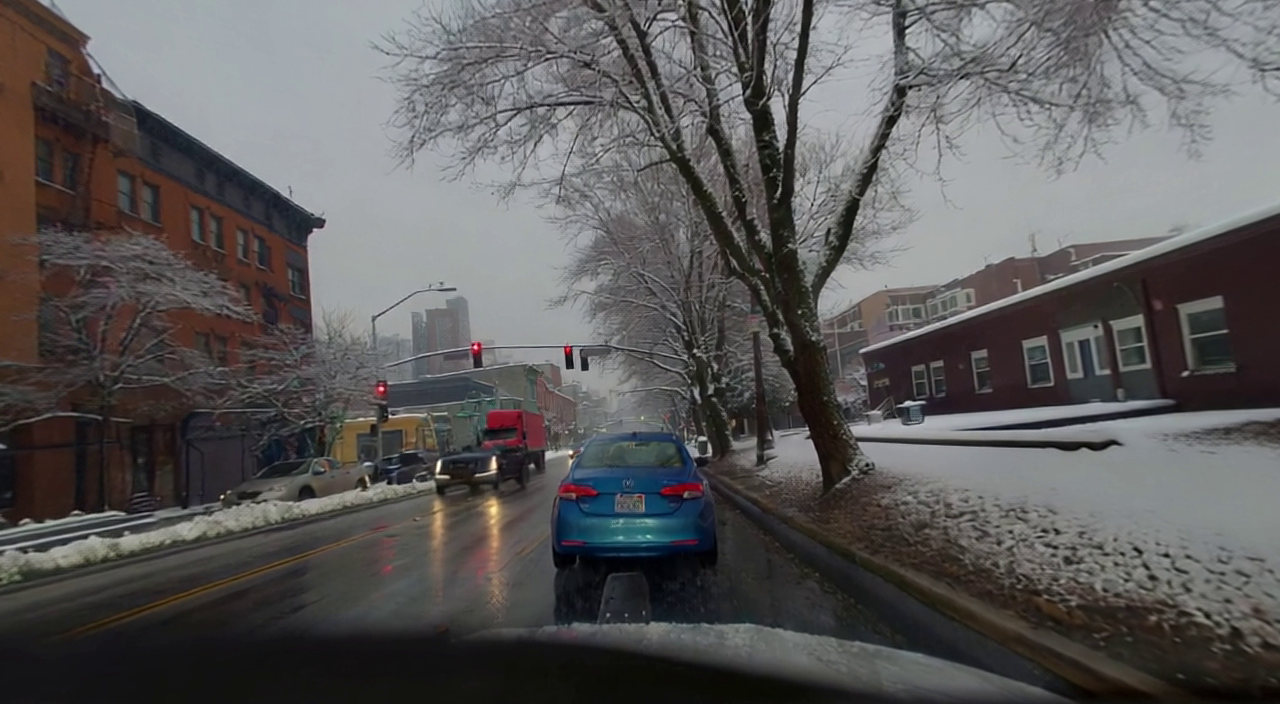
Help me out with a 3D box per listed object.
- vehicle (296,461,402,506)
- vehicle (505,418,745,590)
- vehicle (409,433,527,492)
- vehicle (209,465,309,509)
[{"bbox_3d":[-11.225,5.076,24.723,2.010,1.483,4.324,0,-8,1],"label":"vehicle"},{"bbox_3d":[-0.054,1.621,7.534,2.094,1.478,3.922,-1,-8,2],"label":"vehicle"},{"bbox_3d":[-6.001,3.963,23.050,2.402,1.852,6.057,-1,-8,2],"label":"vehicle"},{"bbox_3d":[-17.441,6.153,28.916,3.516,1.383,1.704,-10,-10,1],"label":"vehicle"}]
